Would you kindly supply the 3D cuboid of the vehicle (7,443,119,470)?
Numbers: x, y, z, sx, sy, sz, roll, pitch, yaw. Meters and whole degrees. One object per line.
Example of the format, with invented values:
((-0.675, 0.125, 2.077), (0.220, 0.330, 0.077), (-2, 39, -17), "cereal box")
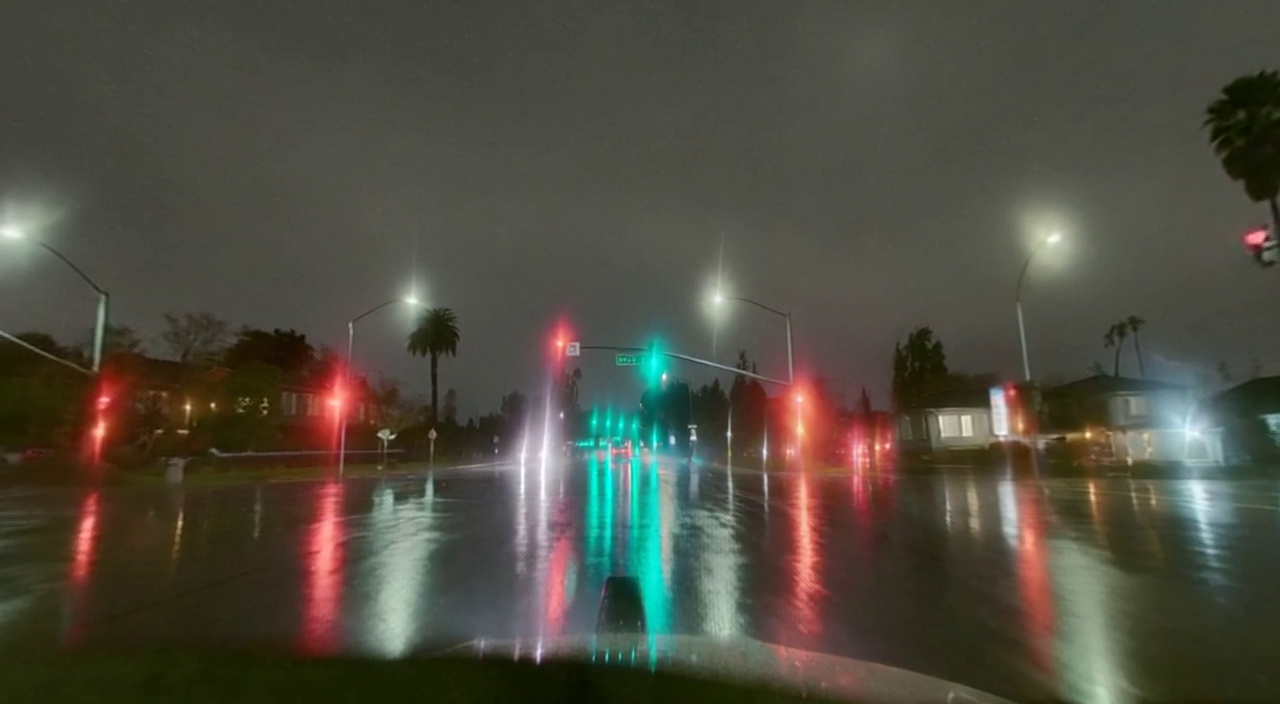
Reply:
((-35.453, 6.398, 39.013), (4.887, 1.546, 1.807), (7, -11, -40), "vehicle")

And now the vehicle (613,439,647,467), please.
((-0.780, 7.053, 44.516), (2.248, 1.833, 4.798), (0, -8, -3), "vehicle")

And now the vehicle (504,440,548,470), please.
((-6.809, 6.172, 38.016), (1.983, 1.684, 3.938), (0, -8, -1), "vehicle")
